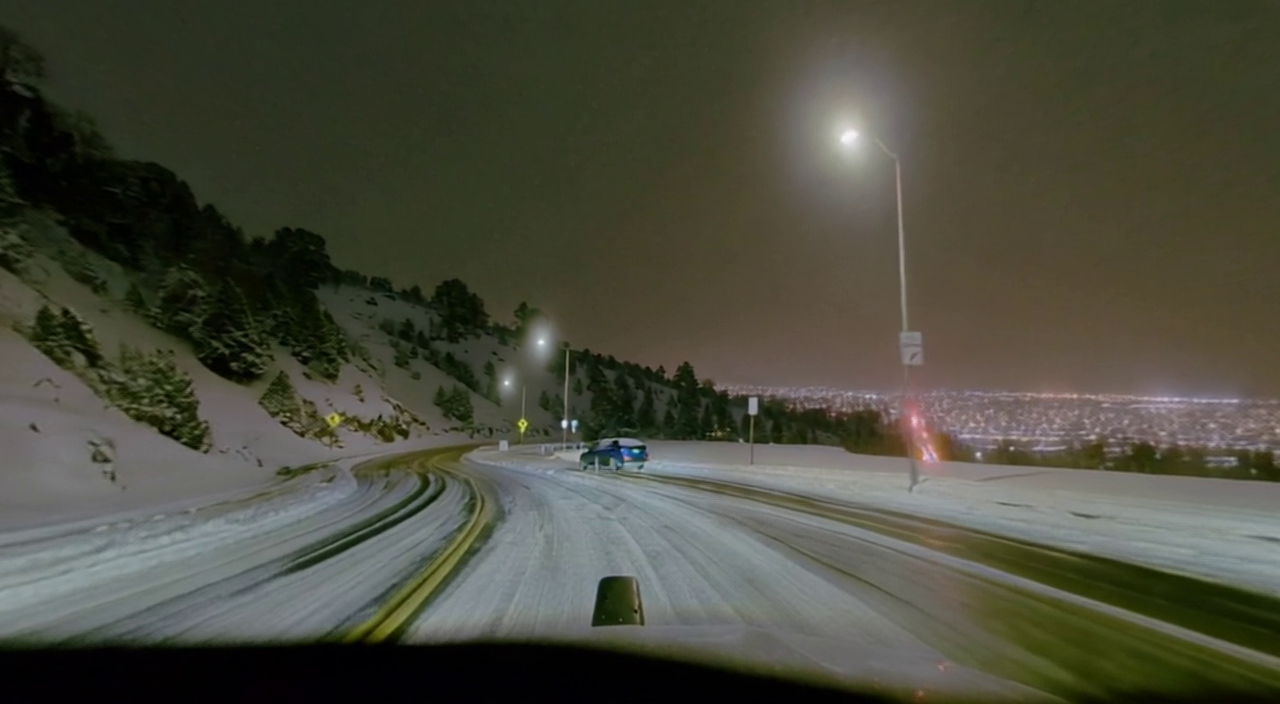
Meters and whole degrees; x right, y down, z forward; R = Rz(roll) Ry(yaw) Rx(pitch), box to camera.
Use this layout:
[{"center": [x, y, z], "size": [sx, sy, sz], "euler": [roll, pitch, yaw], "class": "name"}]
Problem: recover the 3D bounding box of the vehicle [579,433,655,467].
[{"center": [-1.144, 5.208, 33.601], "size": [2.064, 1.667, 4.453], "euler": [-5, -10, 27], "class": "vehicle"}]
